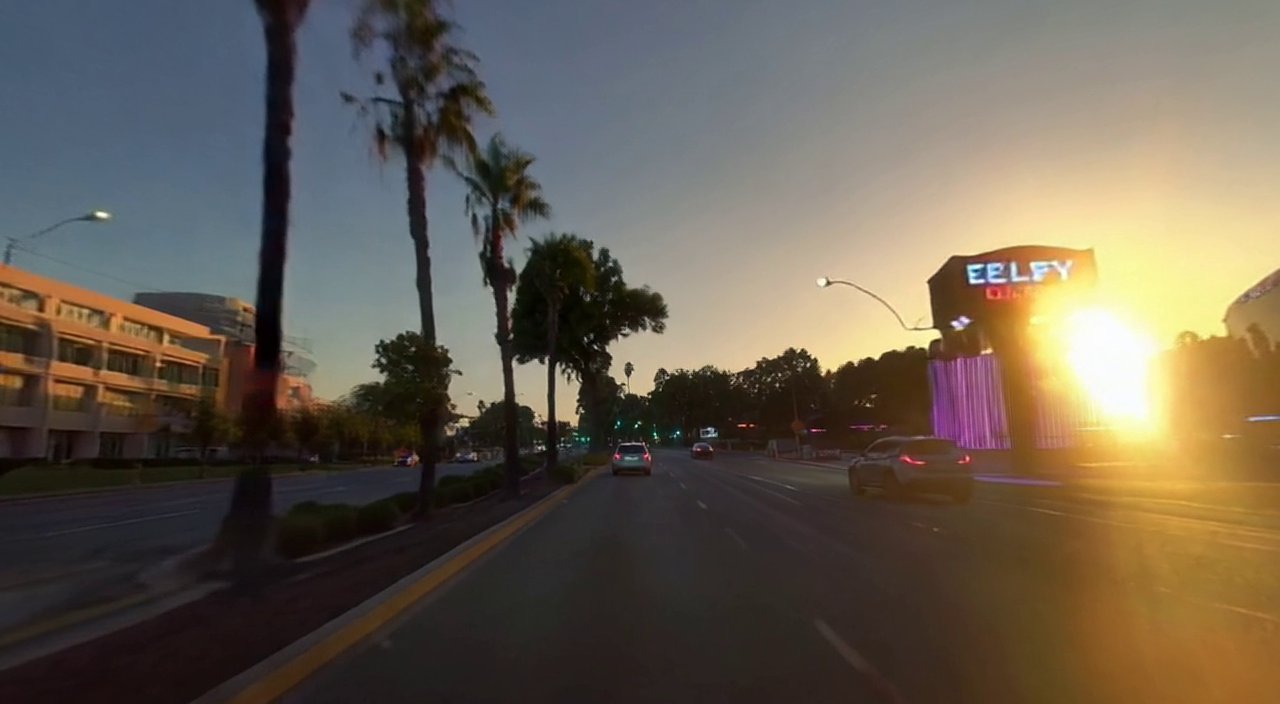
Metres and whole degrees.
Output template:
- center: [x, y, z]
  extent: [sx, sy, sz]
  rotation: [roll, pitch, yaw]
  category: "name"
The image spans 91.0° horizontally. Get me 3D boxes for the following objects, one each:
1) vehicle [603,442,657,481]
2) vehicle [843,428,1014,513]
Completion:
- center: [-0.378, 4.266, 24.902]
  extent: [1.970, 1.402, 3.756]
  rotation: [0, -8, 0]
  category: "vehicle"
- center: [6.316, 2.621, 14.369]
  extent: [1.949, 1.647, 3.894]
  rotation: [0, -8, -2]
  category: "vehicle"
